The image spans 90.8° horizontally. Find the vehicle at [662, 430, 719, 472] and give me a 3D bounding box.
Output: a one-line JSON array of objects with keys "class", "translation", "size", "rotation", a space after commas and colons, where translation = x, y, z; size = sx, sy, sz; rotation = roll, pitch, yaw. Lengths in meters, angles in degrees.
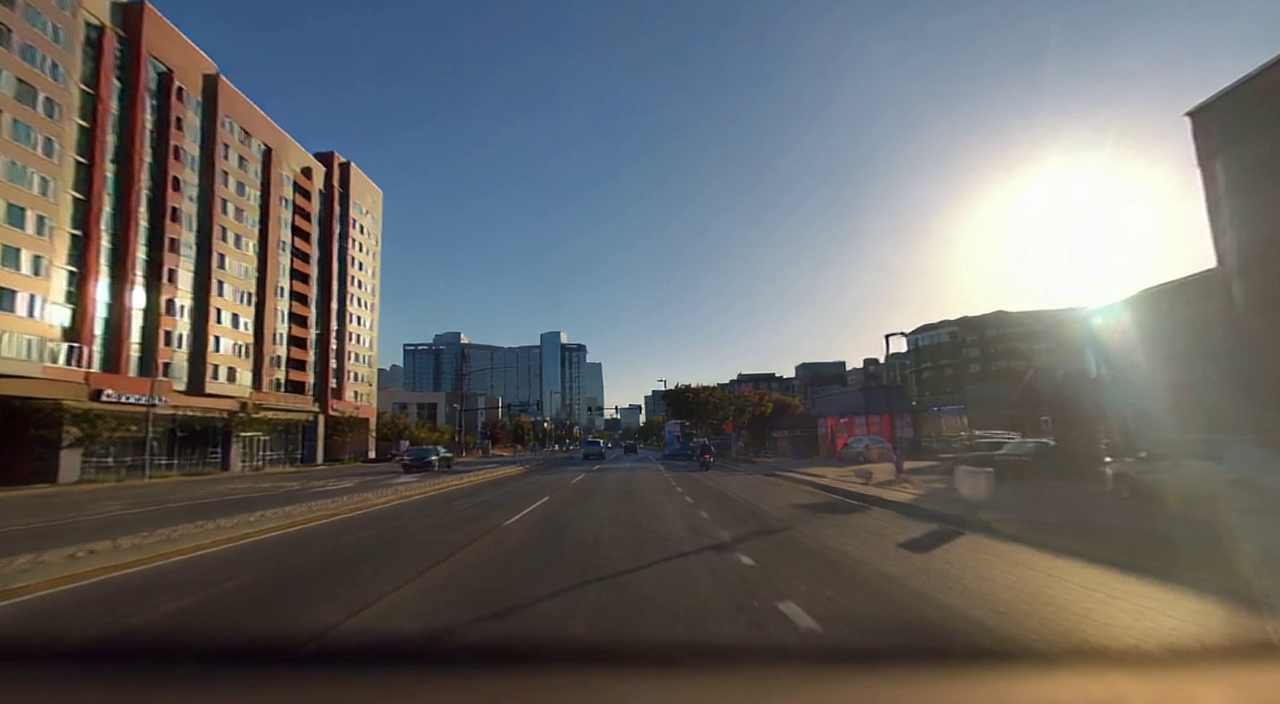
[{"class": "vehicle", "translation": [2.282, 4.691, 29.992], "size": [2.130, 1.787, 5.126], "rotation": [0, -8, -1]}]

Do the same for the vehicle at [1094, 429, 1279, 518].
[{"class": "vehicle", "translation": [12.009, 2.337, 12.607], "size": [1.954, 1.483, 4.742], "rotation": [-2, -8, -7]}]

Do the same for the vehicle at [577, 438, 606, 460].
[{"class": "vehicle", "translation": [-3.706, 7.535, 49.099], "size": [2.046, 1.617, 4.601], "rotation": [0, -8, -1]}]

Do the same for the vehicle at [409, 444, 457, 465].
[{"class": "vehicle", "translation": [-15.438, 7.649, 47.392], "size": [2.019, 1.471, 4.513], "rotation": [0, -8, 0]}]

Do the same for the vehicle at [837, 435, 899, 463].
[{"class": "vehicle", "translation": [14.430, 6.158, 40.245], "size": [1.975, 1.648, 4.451], "rotation": [1, -8, -5]}]

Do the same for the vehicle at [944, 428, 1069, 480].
[{"class": "vehicle", "translation": [14.219, 4.022, 24.948], "size": [2.019, 1.819, 4.909], "rotation": [0, -9, 1]}]

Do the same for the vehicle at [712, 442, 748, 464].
[{"class": "vehicle", "translation": [6.313, 7.110, 44.538], "size": [1.795, 1.459, 4.333], "rotation": [0, -8, -2]}]
